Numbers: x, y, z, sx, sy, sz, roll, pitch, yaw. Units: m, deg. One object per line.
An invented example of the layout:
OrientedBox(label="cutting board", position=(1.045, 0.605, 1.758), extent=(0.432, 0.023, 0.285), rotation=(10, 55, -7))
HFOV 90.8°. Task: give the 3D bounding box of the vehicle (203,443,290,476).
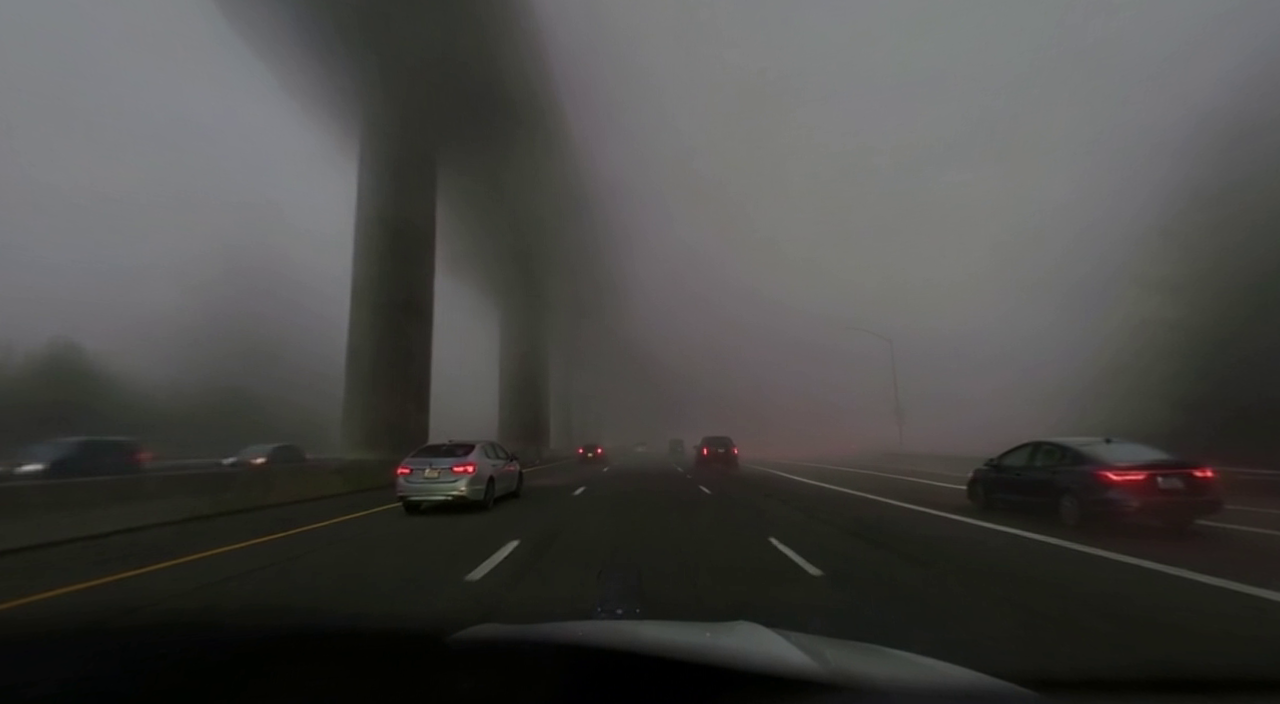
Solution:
OrientedBox(label="vehicle", position=(-20.043, 5.481, 32.406), extent=(1.857, 1.535, 4.382), rotation=(0, -9, -4))

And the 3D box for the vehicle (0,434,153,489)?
OrientedBox(label="vehicle", position=(-23.819, 4.444, 26.152), extent=(2.403, 1.981, 6.428), rotation=(0, -8, -3))

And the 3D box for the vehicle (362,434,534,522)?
OrientedBox(label="vehicle", position=(-3.651, 2.489, 13.102), extent=(1.997, 1.476, 4.703), rotation=(0, -8, 1))

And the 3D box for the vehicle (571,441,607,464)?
OrientedBox(label="vehicle", position=(-3.505, 6.974, 43.911), extent=(2.047, 1.464, 4.387), rotation=(0, -8, 1))

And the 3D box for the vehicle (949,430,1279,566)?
OrientedBox(label="vehicle", position=(6.542, 1.929, 9.128), extent=(1.989, 1.472, 4.322), rotation=(0, -8, 1))

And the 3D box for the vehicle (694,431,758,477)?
OrientedBox(label="vehicle", position=(3.538, 4.307, 26.855), extent=(2.072, 1.761, 4.242), rotation=(0, -8, -1))
